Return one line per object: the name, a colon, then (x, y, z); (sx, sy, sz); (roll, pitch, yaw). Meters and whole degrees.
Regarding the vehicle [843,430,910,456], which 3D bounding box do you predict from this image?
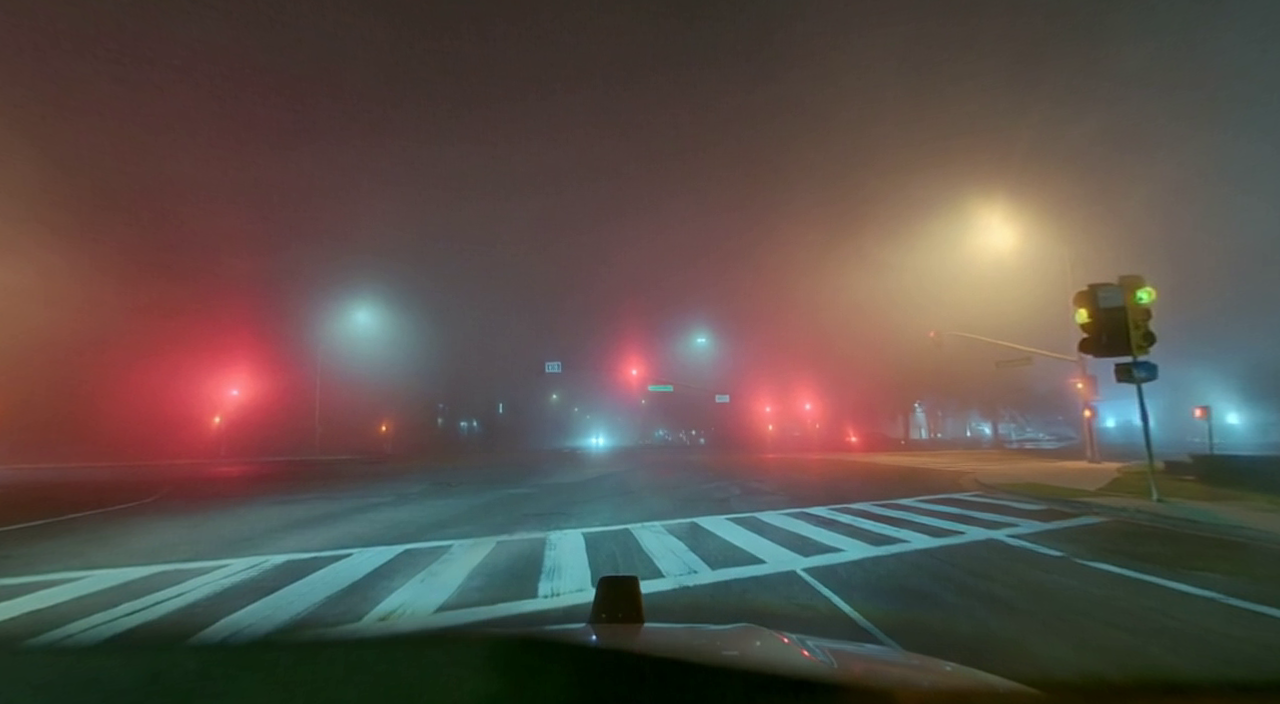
vehicle: (17.672, 6.791, 47.141); (4.600, 1.783, 1.970); (4, -10, -26)
